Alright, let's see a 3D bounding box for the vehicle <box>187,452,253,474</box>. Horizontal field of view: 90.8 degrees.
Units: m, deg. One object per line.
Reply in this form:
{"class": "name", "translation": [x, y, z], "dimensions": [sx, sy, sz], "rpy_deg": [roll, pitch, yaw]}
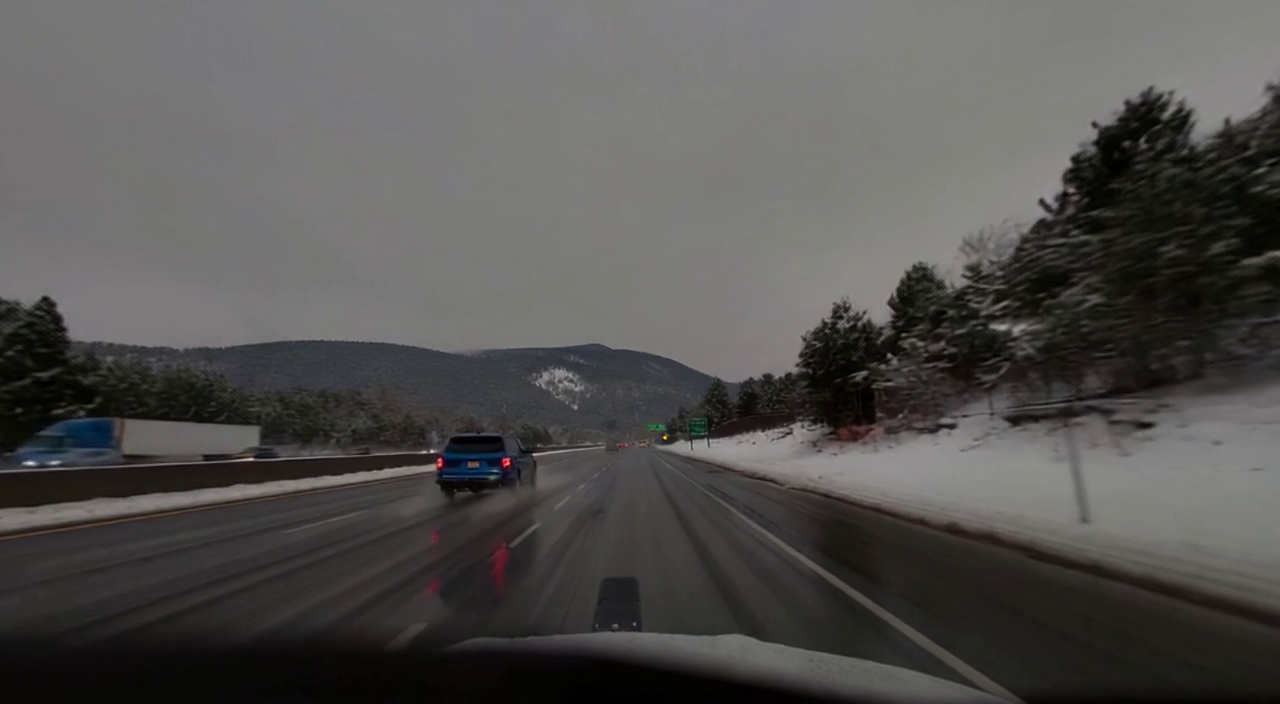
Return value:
{"class": "vehicle", "translation": [-32.449, 8.550, 48.974], "dimensions": [1.840, 1.477, 4.765], "rpy_deg": [0, -8, 0]}

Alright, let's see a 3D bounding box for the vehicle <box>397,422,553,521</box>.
{"class": "vehicle", "translation": [-3.268, 2.477, 13.665], "dimensions": [2.029, 1.753, 4.718], "rpy_deg": [0, -8, 1]}

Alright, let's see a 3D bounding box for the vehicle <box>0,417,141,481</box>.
{"class": "vehicle", "translation": [-39.947, 6.772, 44.340], "dimensions": [2.914, 4.076, 8.315], "rpy_deg": [0, -8, -1]}
